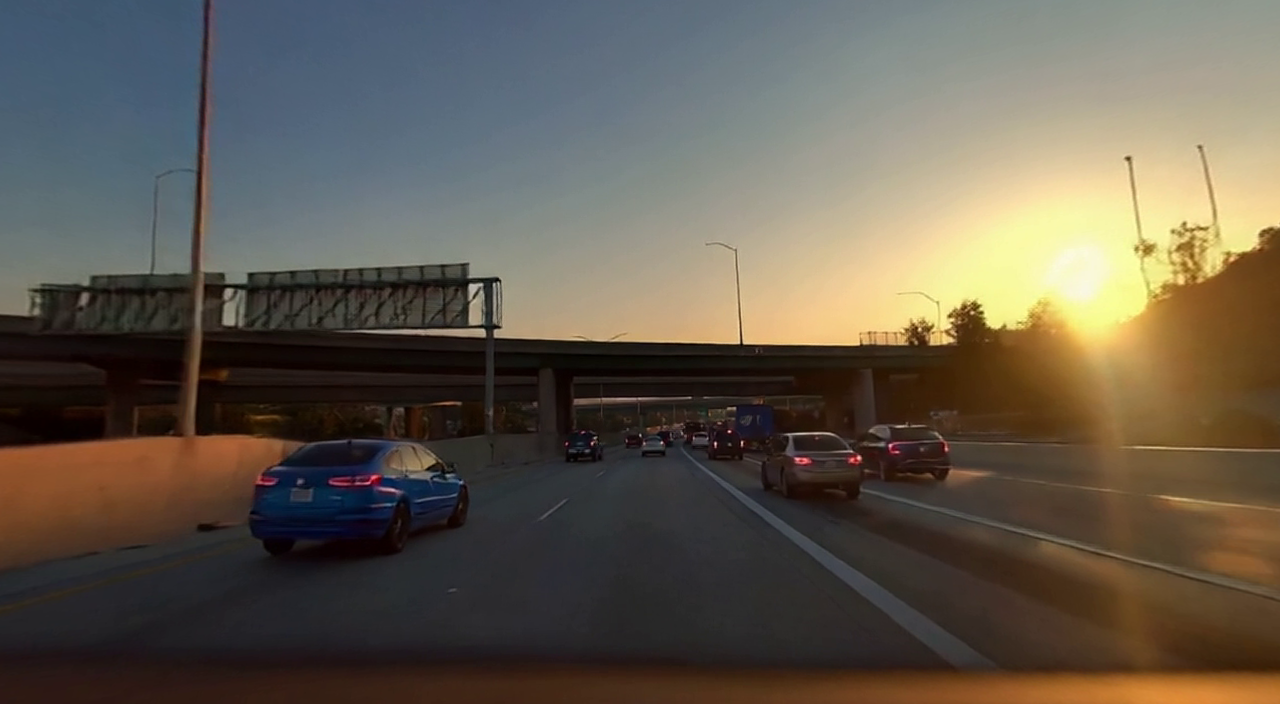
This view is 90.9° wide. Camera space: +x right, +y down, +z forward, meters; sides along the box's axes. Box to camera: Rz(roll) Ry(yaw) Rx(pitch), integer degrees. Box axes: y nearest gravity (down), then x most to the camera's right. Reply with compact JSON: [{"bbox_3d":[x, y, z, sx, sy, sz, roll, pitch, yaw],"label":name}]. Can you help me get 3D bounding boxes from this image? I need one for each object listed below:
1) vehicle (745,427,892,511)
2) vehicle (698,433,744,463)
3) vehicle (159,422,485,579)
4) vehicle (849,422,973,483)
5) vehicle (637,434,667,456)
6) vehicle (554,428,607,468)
[{"bbox_3d":[3.566,2.412,13.463,1.933,1.492,4.125,0,-8,0],"label":"vehicle"},{"bbox_3d":[4.399,5.273,34.818,1.933,1.503,4.520,-1,-8,0],"label":"vehicle"},{"bbox_3d":[-3.590,1.737,8.280,1.914,1.476,4.416,-1,-8,1],"label":"vehicle"},{"bbox_3d":[8.483,3.191,20.291,1.987,1.726,4.515,0,-8,0],"label":"vehicle"},{"bbox_3d":[0.842,6.604,44.710,2.040,1.461,3.984,-1,-8,1],"label":"vehicle"},{"bbox_3d":[-2.748,4.569,30.116,2.006,1.741,4.277,-1,-8,2],"label":"vehicle"}]
